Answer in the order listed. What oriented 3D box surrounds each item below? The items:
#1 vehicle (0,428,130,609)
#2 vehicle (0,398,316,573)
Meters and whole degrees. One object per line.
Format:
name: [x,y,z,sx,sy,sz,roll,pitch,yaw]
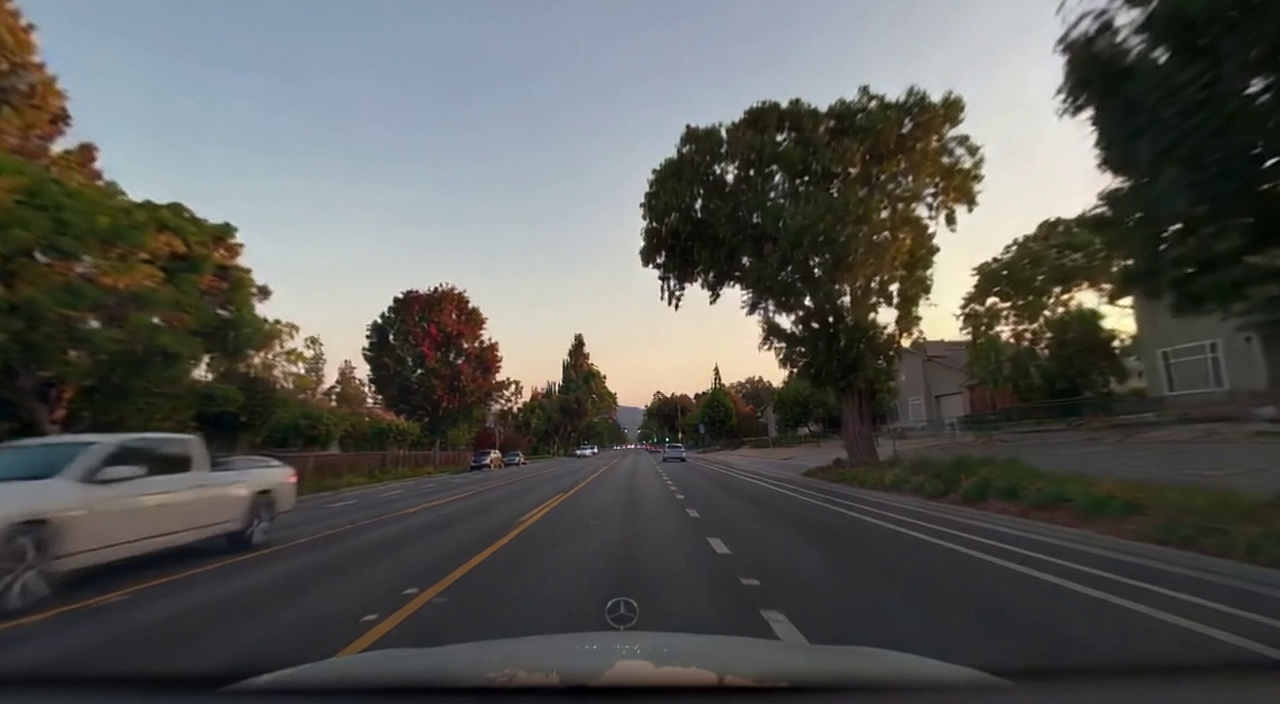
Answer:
vehicle: [-6.926,1.410,4.952,1.944,1.655,4.607,0,-9,1]
vehicle: [-6.881,1.876,9.441,2.137,2.095,3.415,0,-9,1]
